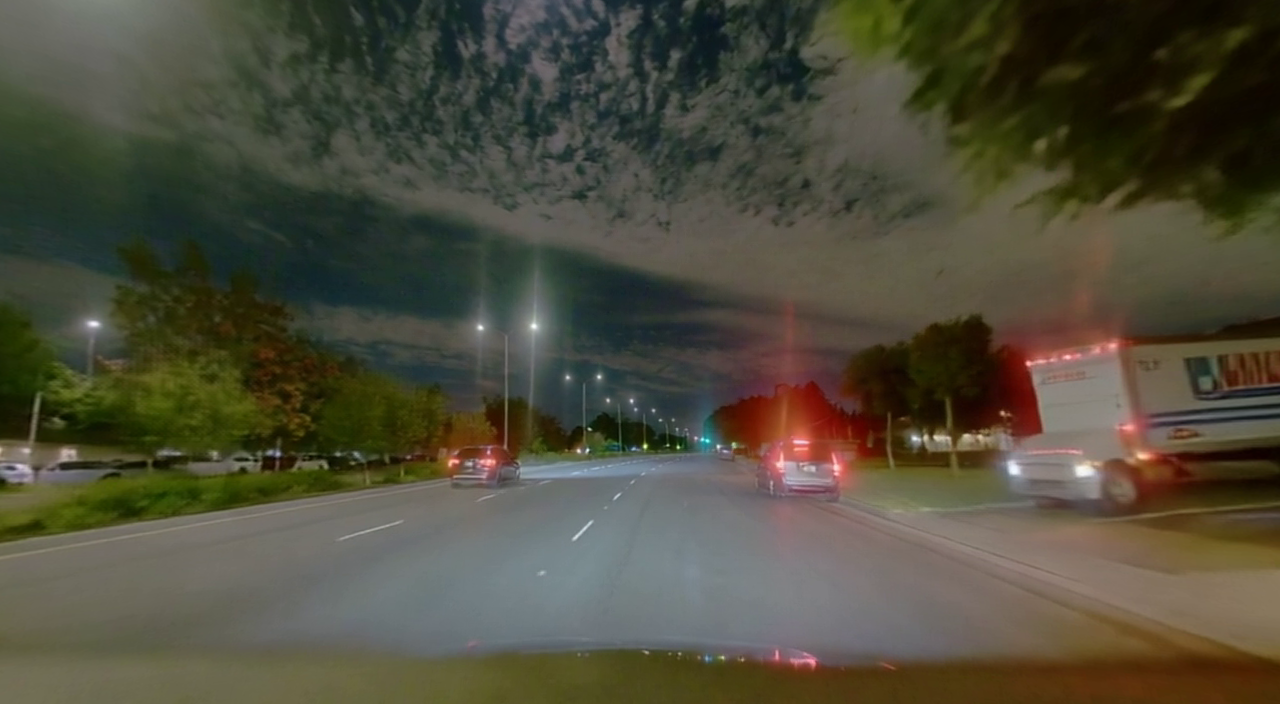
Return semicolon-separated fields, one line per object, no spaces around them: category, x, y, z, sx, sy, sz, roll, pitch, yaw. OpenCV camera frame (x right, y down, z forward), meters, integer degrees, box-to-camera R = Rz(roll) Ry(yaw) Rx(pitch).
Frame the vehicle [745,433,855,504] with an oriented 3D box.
vehicle;4.266;3.176;17.684;2.064;1.697;4.718;0;-9;3

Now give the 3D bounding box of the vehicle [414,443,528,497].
vehicle;-5.140;3.640;19.938;2.060;1.473;4.645;0;-9;3

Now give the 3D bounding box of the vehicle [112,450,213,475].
vehicle;-29.552;6.860;39.153;4.481;1.441;1.960;2;-9;-9

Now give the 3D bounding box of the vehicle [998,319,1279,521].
vehicle;11.469;1.293;12.386;7.138;3.310;2.943;0;-9;-10
